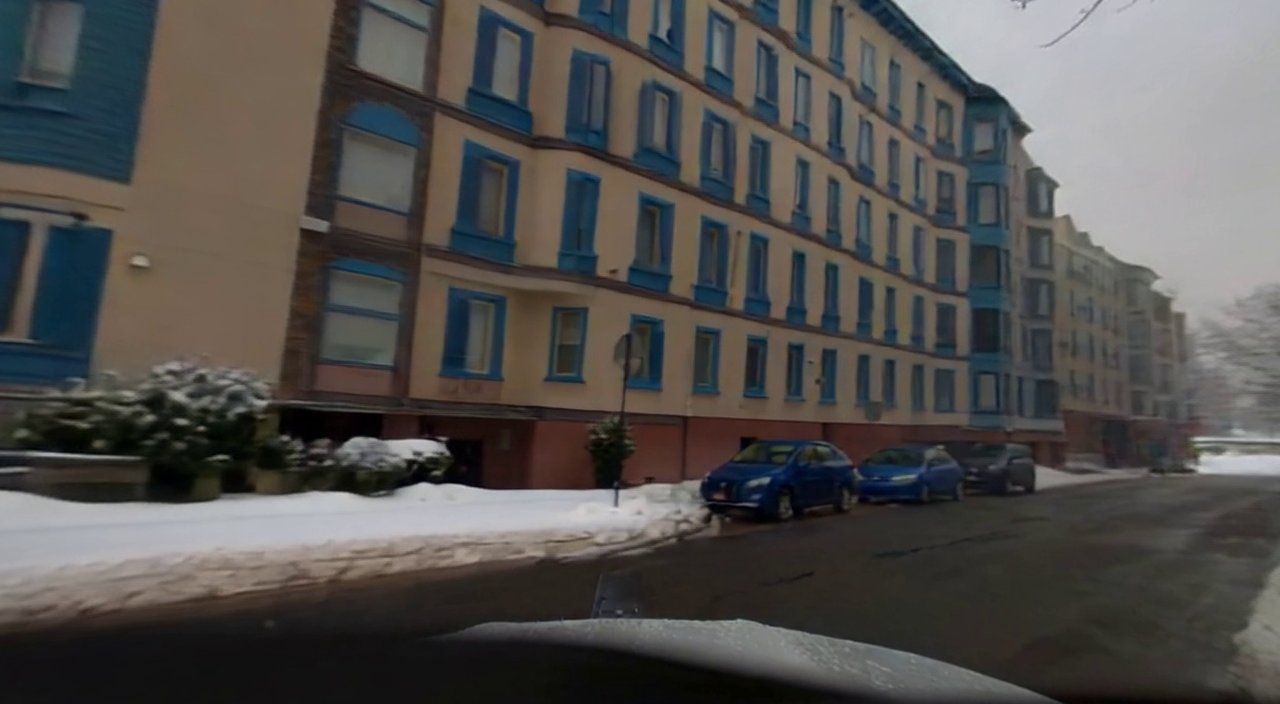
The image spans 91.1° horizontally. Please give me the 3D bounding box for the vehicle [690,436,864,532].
[{"bbox_3d":[2.706,2.405,12.071,1.719,1.519,3.414,-6,-10,43],"label":"vehicle"}]

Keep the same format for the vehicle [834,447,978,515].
[{"bbox_3d":[6.875,3.174,16.010,4.294,1.427,1.830,8,-11,-44],"label":"vehicle"}]

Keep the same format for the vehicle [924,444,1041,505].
[{"bbox_3d":[10.747,3.704,19.600,4.302,1.629,1.942,8,-11,-44],"label":"vehicle"}]

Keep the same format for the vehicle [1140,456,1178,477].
[{"bbox_3d":[41.228,9.028,49.907,3.801,1.473,1.841,8,-11,-44],"label":"vehicle"}]

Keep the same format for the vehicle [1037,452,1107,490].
[{"bbox_3d":[19.568,5.301,28.423,1.840,1.493,3.761,-7,-11,44],"label":"vehicle"}]
